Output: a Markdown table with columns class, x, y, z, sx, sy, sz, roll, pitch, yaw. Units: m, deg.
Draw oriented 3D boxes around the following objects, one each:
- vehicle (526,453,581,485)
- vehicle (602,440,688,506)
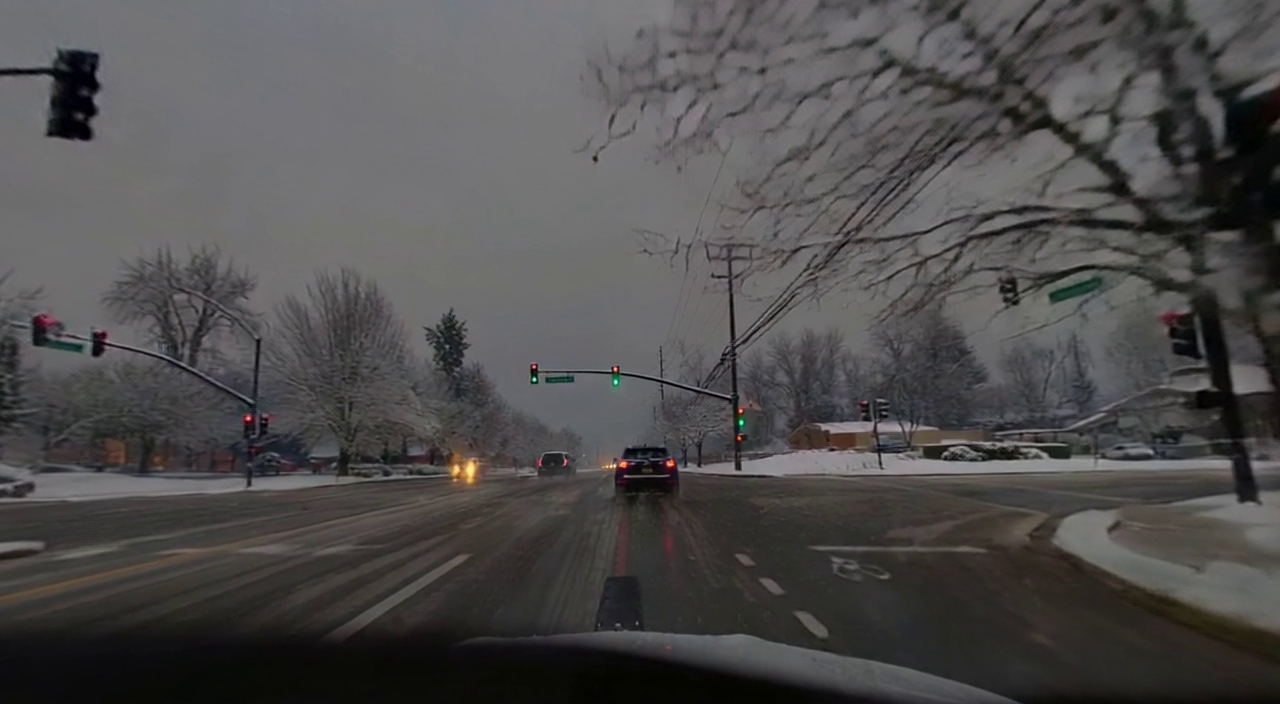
| class | x | y | z | sx | sy | sz | roll | pitch | yaw |
| --- | --- | --- | --- | --- | --- | --- | --- | --- | --- |
| vehicle | -4.285 | 5.872 | 32.024 | 2.153 | 1.474 | 4.284 | 0 | -9 | 0 |
| vehicle | 0.093 | 3.356 | 17.971 | 2.156 | 1.636 | 3.923 | 0 | -9 | -1 |
